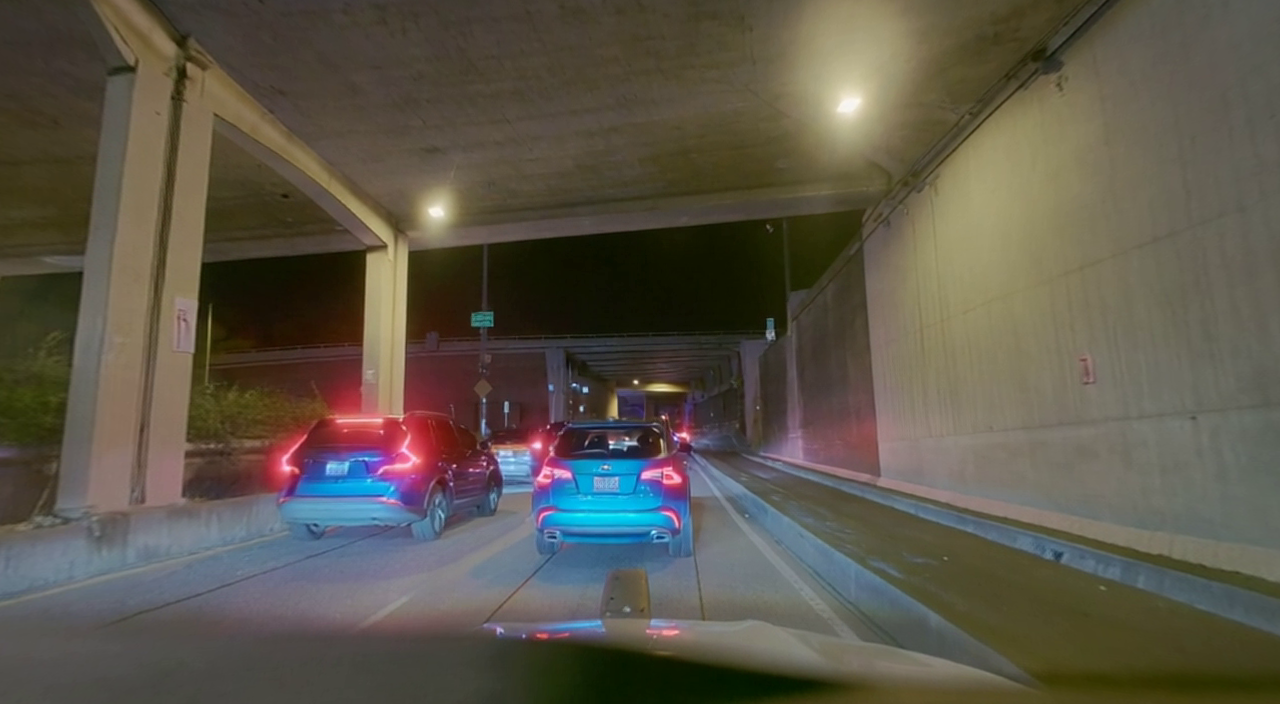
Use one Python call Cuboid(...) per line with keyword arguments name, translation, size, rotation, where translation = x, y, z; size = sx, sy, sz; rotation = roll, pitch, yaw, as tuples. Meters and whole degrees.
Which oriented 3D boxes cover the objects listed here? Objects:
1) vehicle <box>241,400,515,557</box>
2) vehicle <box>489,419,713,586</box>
Cuboid(name="vehicle", translation=(-3.438, 1.776, 9.489), size=(2.017, 1.761, 4.572), rotation=(-1, -8, 2))
Cuboid(name="vehicle", translation=(-0.267, 1.661, 7.789), size=(2.020, 1.478, 4.092), rotation=(-1, -8, 3))
